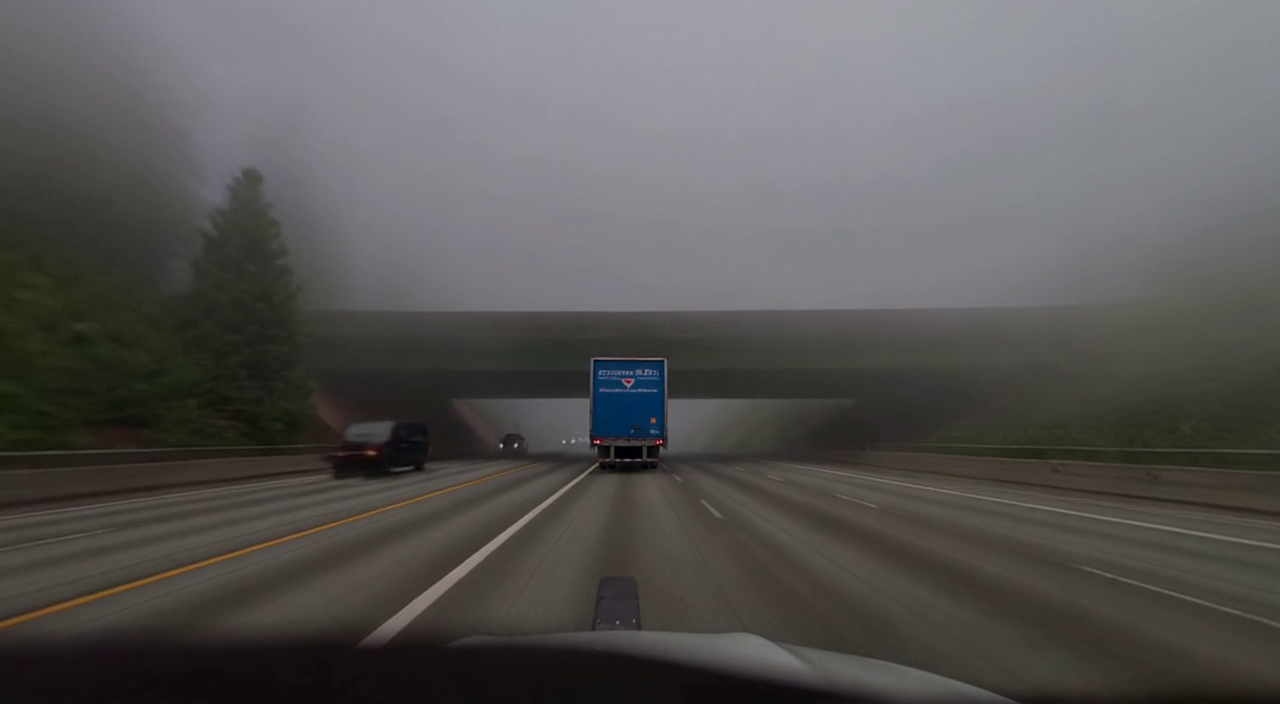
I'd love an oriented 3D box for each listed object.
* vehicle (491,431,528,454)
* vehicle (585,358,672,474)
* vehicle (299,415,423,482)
[{"bbox_3d":[-9.116,6.384,44.342,1.828,1.533,3.432,0,-8,1],"label":"vehicle"},{"bbox_3d":[-0.626,2.795,26.167,2.895,3.861,10.213,0,-8,-3],"label":"vehicle"},{"bbox_3d":[-8.676,3.028,20.097,2.037,1.853,4.336,0,-8,-1],"label":"vehicle"}]
